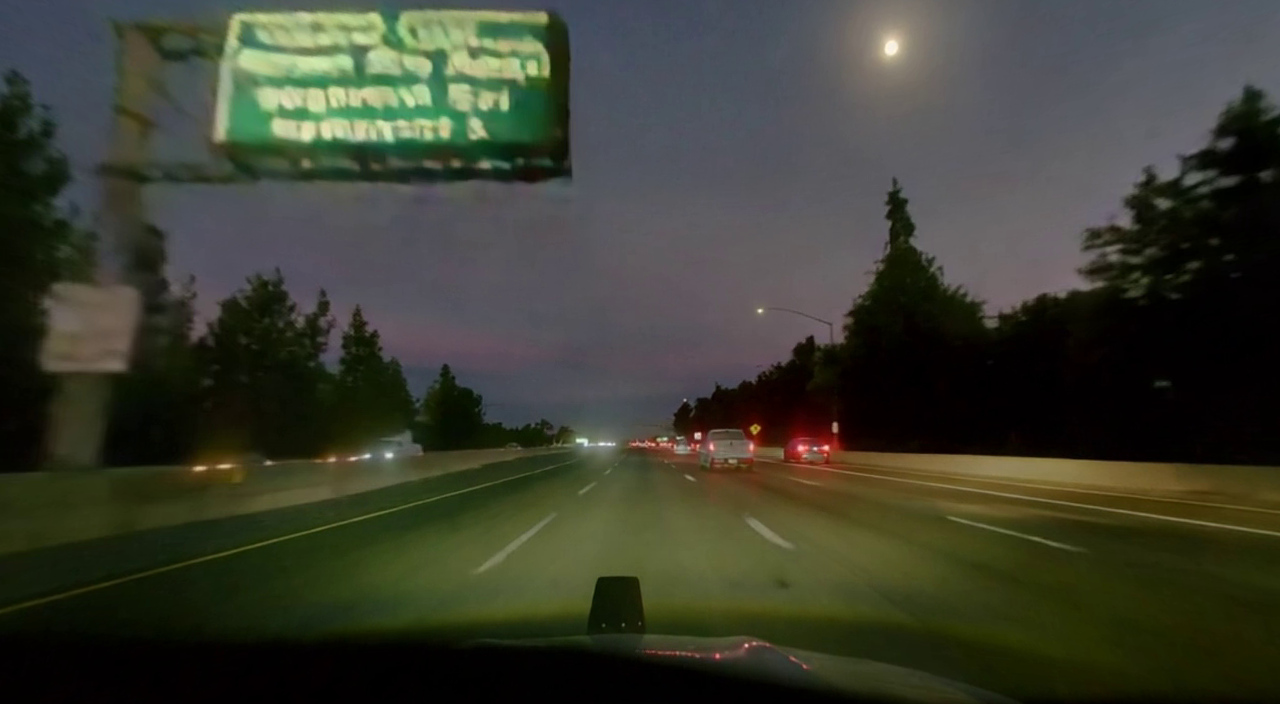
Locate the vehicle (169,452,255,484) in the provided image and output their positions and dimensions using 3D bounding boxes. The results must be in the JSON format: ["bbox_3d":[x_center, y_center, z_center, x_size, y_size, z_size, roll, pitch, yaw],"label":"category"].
[{"bbox_3d":[-21.300,5.764,31.578,1.697,1.415,3.642,0,-8,0],"label":"vehicle"}]

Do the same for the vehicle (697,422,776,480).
[{"bbox_3d":[3.606,3.853,24.751,2.218,1.964,5.662,0,-8,0],"label":"vehicle"}]

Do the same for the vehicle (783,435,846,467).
[{"bbox_3d":[9.603,5.493,35.180,2.045,1.658,4.598,0,-8,-2],"label":"vehicle"}]

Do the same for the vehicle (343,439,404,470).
[{"bbox_3d":[-17.481,6.732,41.664,2.055,1.898,4.547,0,-8,0],"label":"vehicle"}]
